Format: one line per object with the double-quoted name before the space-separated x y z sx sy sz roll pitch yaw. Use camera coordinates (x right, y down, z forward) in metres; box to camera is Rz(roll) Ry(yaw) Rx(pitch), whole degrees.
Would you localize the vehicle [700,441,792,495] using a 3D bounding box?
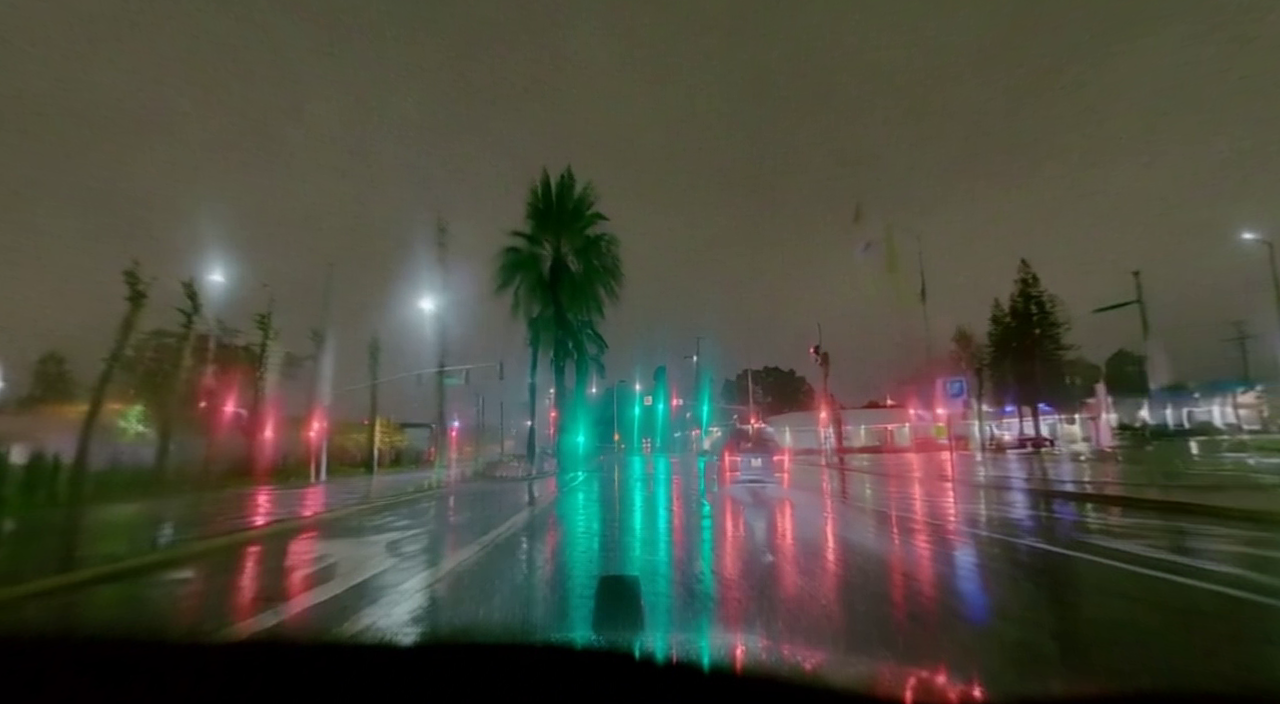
"vehicle" 3.070 3.465 19.269 1.964 1.448 4.295 0 -8 -1
